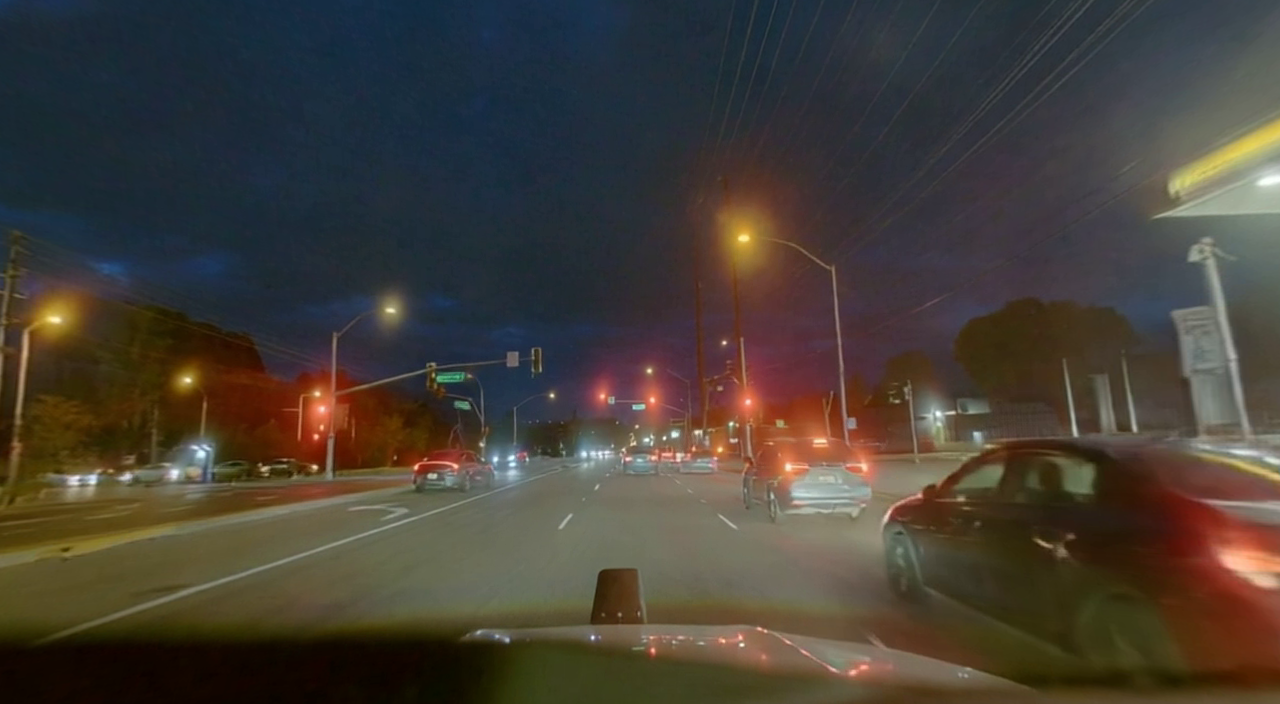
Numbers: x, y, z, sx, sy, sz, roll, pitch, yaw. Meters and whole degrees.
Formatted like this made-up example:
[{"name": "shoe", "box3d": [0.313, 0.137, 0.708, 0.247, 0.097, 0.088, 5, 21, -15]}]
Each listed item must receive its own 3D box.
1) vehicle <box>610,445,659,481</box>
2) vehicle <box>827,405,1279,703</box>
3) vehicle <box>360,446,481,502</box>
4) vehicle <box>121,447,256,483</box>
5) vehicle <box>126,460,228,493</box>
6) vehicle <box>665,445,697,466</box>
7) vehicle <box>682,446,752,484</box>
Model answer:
[{"name": "vehicle", "box3d": [-0.260, 4.986, 28.662, 2.065, 1.484, 3.894, 0, -8, -1]}, {"name": "vehicle", "box3d": [2.959, 1.224, 4.216, 1.945, 1.470, 4.363, 0, -8, -2]}, {"name": "vehicle", "box3d": [-6.369, 3.561, 18.927, 2.075, 1.470, 4.190, 0, -8, 1]}, {"name": "vehicle", "box3d": [-30.336, 7.565, 42.656, 6.968, 2.250, 2.605, 0, -8, -3]}, {"name": "vehicle", "box3d": [-25.806, 6.913, 35.222, 4.989, 1.567, 2.075, -2, -10, 21]}, {"name": "vehicle", "box3d": [3.040, 7.773, 47.763, 1.971, 1.477, 4.121, 0, -8, -2]}, {"name": "vehicle", "box3d": [3.150, 4.723, 26.827, 2.208, 1.436, 4.542, 0, -8, -3]}]
